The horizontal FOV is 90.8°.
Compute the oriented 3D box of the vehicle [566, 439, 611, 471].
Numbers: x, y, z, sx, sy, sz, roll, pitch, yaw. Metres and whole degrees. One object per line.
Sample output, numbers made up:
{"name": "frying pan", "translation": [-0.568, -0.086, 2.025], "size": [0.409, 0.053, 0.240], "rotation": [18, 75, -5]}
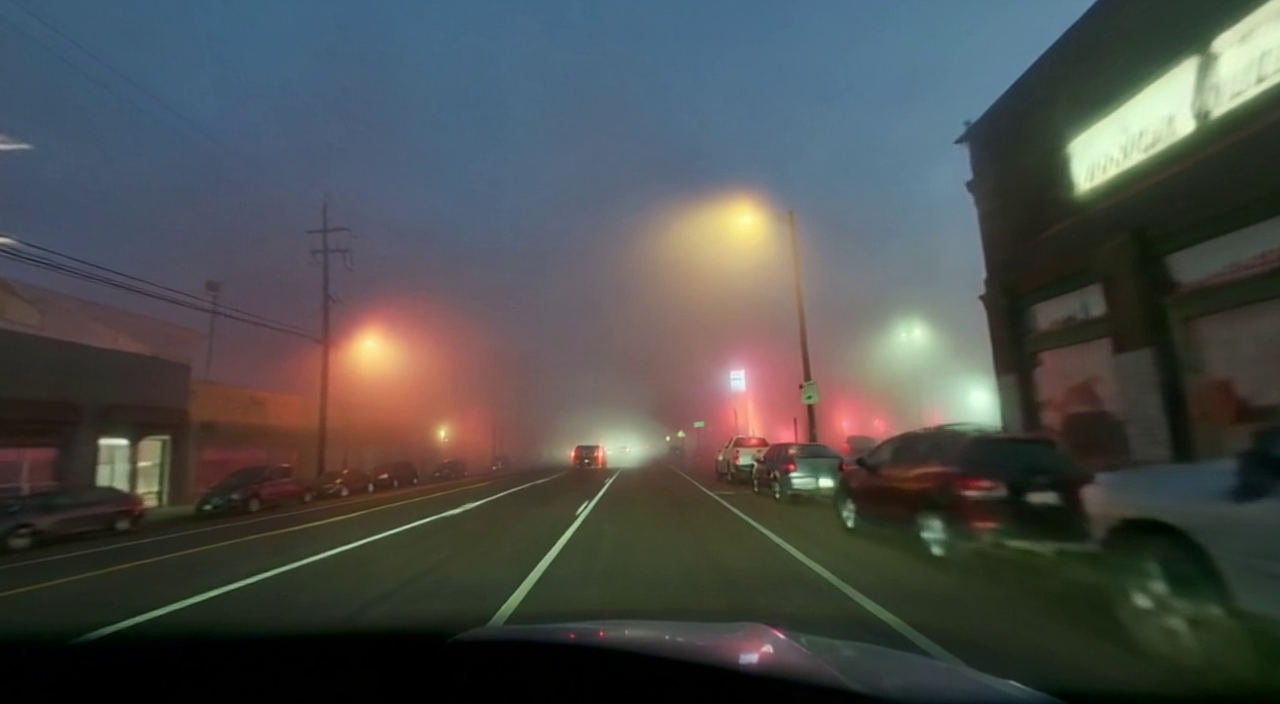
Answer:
{"name": "vehicle", "translation": [-3.211, 6.504, 40.080], "size": [2.348, 1.831, 4.737], "rotation": [0, -8, 1]}

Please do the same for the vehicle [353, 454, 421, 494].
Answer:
{"name": "vehicle", "translation": [-15.022, 7.211, 37.797], "size": [2.081, 1.791, 4.799], "rotation": [-6, -7, -1]}

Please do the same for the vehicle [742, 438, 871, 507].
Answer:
{"name": "vehicle", "translation": [3.915, 2.915, 15.754], "size": [1.862, 1.451, 4.544], "rotation": [0, -9, -1]}

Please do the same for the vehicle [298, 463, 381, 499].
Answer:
{"name": "vehicle", "translation": [-15.170, 6.522, 32.191], "size": [2.049, 1.496, 4.338], "rotation": [-1, -8, 1]}

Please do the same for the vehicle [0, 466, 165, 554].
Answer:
{"name": "vehicle", "translation": [-15.164, 4.080, 16.547], "size": [2.020, 1.695, 4.629], "rotation": [-6, -7, -2]}

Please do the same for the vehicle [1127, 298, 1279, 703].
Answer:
{"name": "vehicle", "translation": [3.762, 0.423, 0.682], "size": [2.180, 1.847, 5.196], "rotation": [0, -9, -2]}

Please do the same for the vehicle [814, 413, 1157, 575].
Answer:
{"name": "vehicle", "translation": [3.936, 1.682, 8.190], "size": [2.149, 1.563, 3.880], "rotation": [0, -9, -1]}

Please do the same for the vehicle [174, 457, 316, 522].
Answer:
{"name": "vehicle", "translation": [-15.310, 5.297, 24.962], "size": [2.124, 1.835, 5.450], "rotation": [-6, -7, 0]}
